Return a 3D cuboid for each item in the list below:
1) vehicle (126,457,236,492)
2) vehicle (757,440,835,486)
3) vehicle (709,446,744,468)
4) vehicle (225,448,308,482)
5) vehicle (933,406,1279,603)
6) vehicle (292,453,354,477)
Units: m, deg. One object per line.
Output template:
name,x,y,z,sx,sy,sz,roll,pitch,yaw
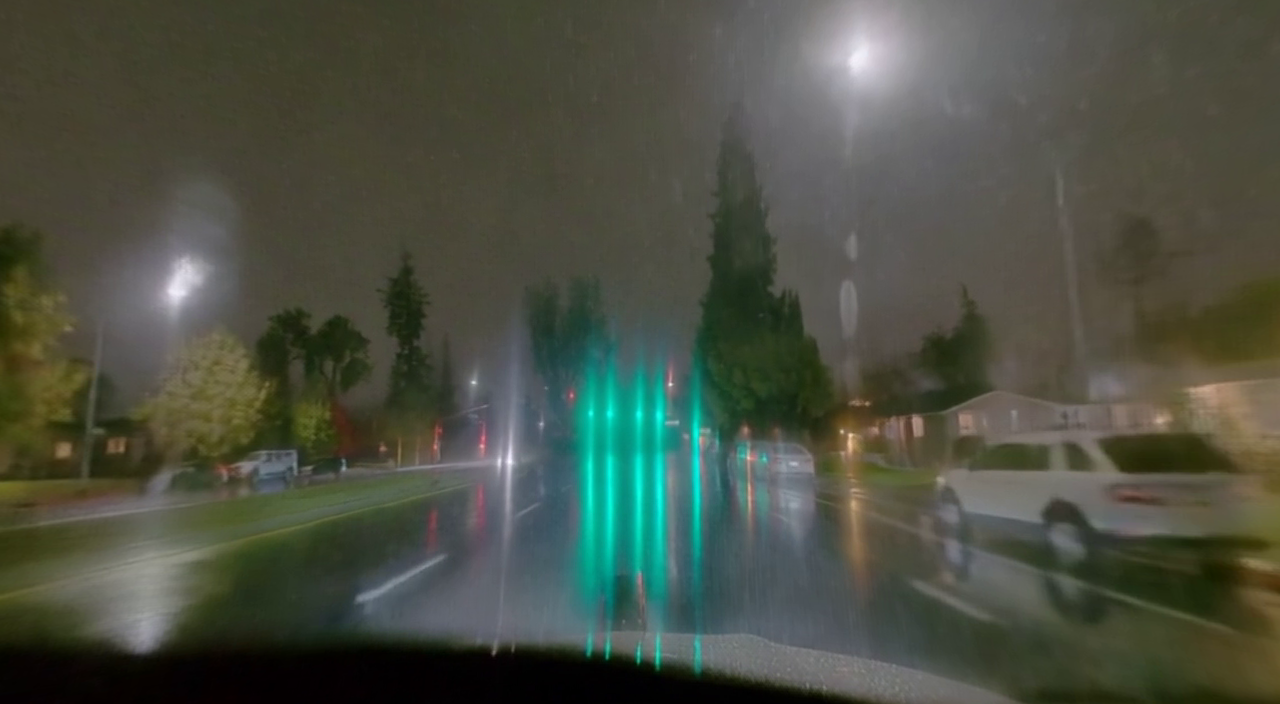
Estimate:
vehicle,-22.028,5.862,30.421,1.883,1.450,4.659,0,-9,-2
vehicle,6.158,4.416,25.296,1.918,1.662,4.393,0,-9,-1
vehicle,6.181,7.547,45.389,1.901,1.470,4.580,0,-9,0
vehicle,-21.870,6.618,37.008,2.001,1.839,4.669,0,-9,0
vehicle,5.948,1.773,8.210,2.004,1.816,4.585,0,-9,0
vehicle,-21.759,7.764,43.325,1.842,1.496,4.614,0,-9,0
